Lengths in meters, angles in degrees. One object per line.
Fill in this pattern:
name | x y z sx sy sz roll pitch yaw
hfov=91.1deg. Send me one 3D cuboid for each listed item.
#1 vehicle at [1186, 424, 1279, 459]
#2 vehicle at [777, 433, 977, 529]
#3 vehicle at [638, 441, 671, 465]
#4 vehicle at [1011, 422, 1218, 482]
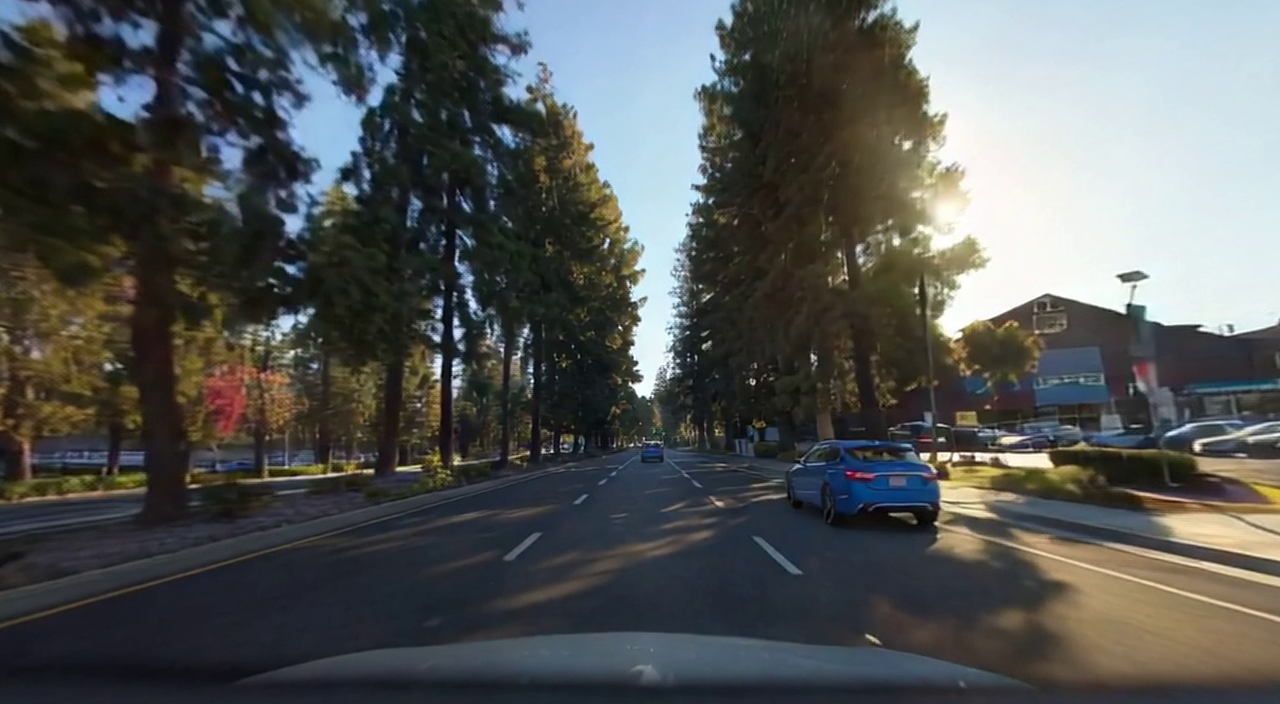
vehicle | 27.584 3.996 28.089 4.440 1.475 1.906 0 -9 0
vehicle | 4.228 2.380 12.205 2.053 1.482 4.568 0 -9 -1
vehicle | 0.943 6.844 42.706 2.144 1.505 4.128 0 -9 0
vehicle | 14.607 3.109 19.548 4.722 1.500 1.975 -4 -9 0
